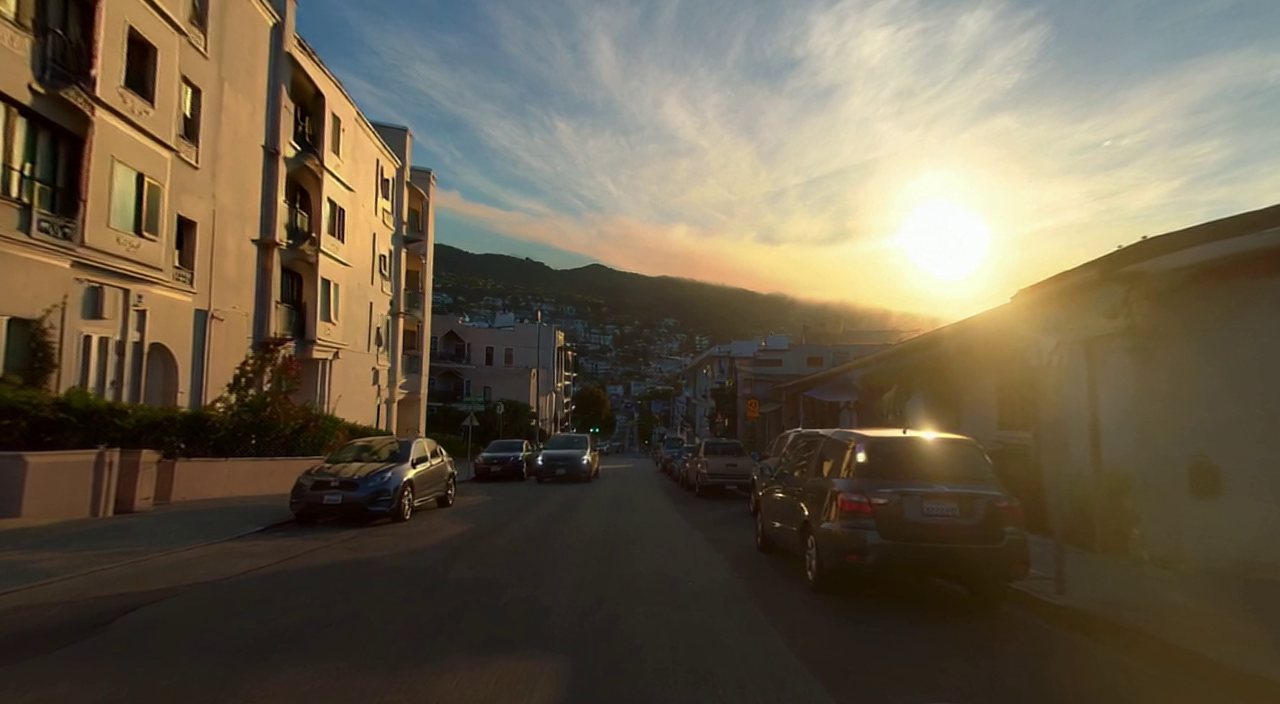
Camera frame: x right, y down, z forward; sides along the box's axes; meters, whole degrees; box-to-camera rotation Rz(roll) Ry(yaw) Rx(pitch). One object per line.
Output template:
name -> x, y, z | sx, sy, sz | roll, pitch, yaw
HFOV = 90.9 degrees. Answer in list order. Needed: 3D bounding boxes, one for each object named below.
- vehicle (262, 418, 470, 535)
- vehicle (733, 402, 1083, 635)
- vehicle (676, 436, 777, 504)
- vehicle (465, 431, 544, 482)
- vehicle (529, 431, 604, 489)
vehicle -> -4.542, 2.151, 11.321 | 1.883, 1.499, 4.426 | 6, -10, -3
vehicle -> 2.257, 1.479, 6.620 | 1.839, 1.678, 3.918 | 0, -8, -2
vehicle -> 2.005, 2.863, 15.893 | 1.786, 1.447, 4.314 | 0, -8, -2
vehicle -> -4.840, 3.793, 23.007 | 1.942, 1.521, 3.761 | 5, -9, 0
vehicle -> -2.071, 3.126, 18.648 | 1.845, 1.544, 3.388 | 0, -8, 0
